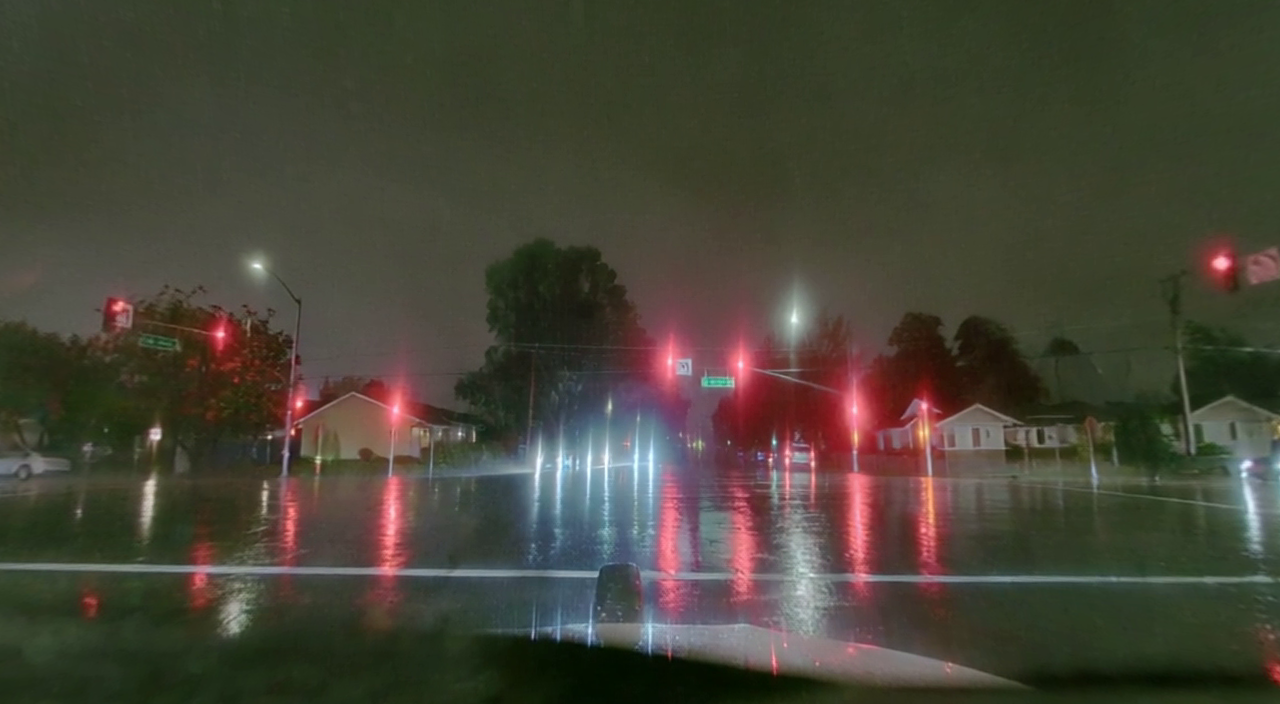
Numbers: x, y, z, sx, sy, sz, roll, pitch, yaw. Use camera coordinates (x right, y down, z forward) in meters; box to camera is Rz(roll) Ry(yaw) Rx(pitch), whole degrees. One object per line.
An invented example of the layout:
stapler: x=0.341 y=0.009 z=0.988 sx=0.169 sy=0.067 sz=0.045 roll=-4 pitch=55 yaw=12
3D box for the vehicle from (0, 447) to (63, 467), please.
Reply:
vehicle: x=-44.290 y=7.520 z=45.391 sx=3.949 sy=1.422 sz=1.744 roll=0 pitch=-9 yaw=1

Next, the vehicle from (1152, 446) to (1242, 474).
vehicle: x=36.775 y=7.093 z=41.884 sx=1.853 sy=1.723 sz=4.460 roll=0 pitch=-9 yaw=-1
